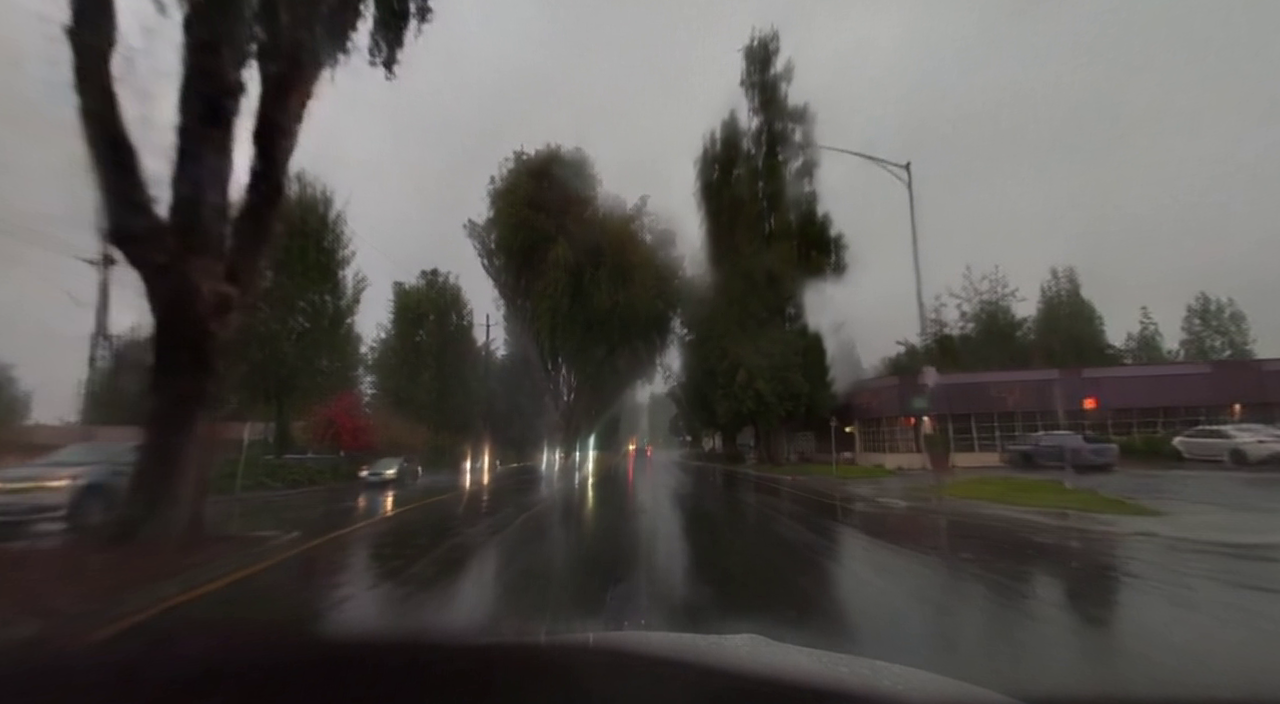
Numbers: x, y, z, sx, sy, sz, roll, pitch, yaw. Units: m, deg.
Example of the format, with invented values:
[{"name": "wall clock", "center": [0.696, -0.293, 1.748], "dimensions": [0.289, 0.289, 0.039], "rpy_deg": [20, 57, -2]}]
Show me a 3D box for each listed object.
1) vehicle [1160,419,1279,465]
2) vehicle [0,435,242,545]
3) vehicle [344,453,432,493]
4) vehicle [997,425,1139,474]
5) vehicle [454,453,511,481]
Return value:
[{"name": "vehicle", "center": [24.457, 3.767, 26.017], "dimensions": [1.996, 1.723, 4.576], "rpy_deg": [0, -10, -1]}, {"name": "vehicle", "center": [-10.737, 2.666, 12.923], "dimensions": [2.000, 1.817, 4.624], "rpy_deg": [0, -8, 1]}, {"name": "vehicle", "center": [-10.787, 5.190, 27.328], "dimensions": [1.873, 1.516, 4.339], "rpy_deg": [-1, -8, 2]}, {"name": "vehicle", "center": [17.107, 3.975, 25.599], "dimensions": [2.021, 1.753, 4.941], "rpy_deg": [-1, -9, -3]}, {"name": "vehicle", "center": [-9.648, 7.077, 39.072], "dimensions": [2.084, 1.517, 5.096], "rpy_deg": [-1, -8, 2]}]
